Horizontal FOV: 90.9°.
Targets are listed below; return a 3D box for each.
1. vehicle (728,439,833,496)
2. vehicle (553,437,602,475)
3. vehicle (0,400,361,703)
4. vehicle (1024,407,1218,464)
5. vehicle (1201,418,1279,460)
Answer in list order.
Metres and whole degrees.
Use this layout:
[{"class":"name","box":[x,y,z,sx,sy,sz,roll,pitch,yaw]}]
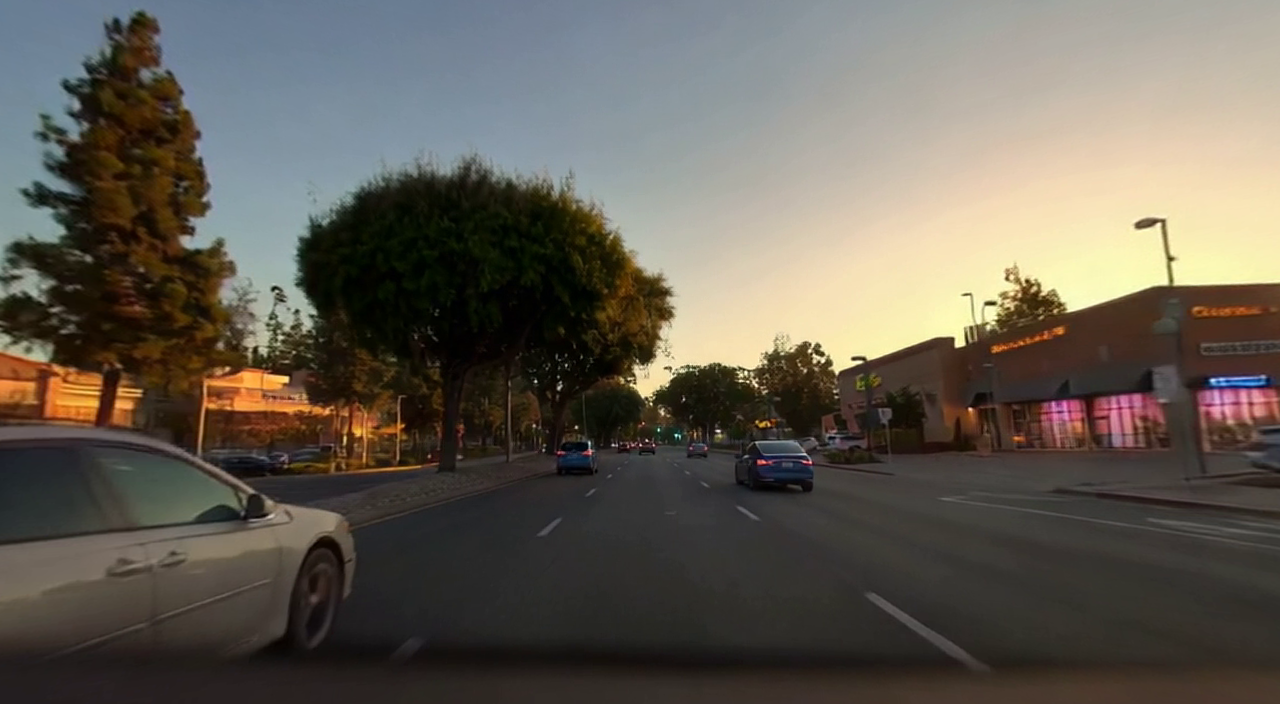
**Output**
[{"class":"vehicle","box":[4.049,3.403,19.095,2.036,1.480,4.659,0,-8,-1]},{"class":"vehicle","box":[-3.109,5.277,32.195,1.981,1.731,4.360,-1,-8,1]},{"class":"vehicle","box":[-3.012,0.887,1.905,2.082,1.460,4.922,0,-8,0]},{"class":"vehicle","box":[20.456,3.681,27.543,2.705,2.011,7.332,-3,-8,1]},{"class":"vehicle","box":[26.475,3.612,26.145,2.047,1.662,4.510,0,-8,-2]}]
